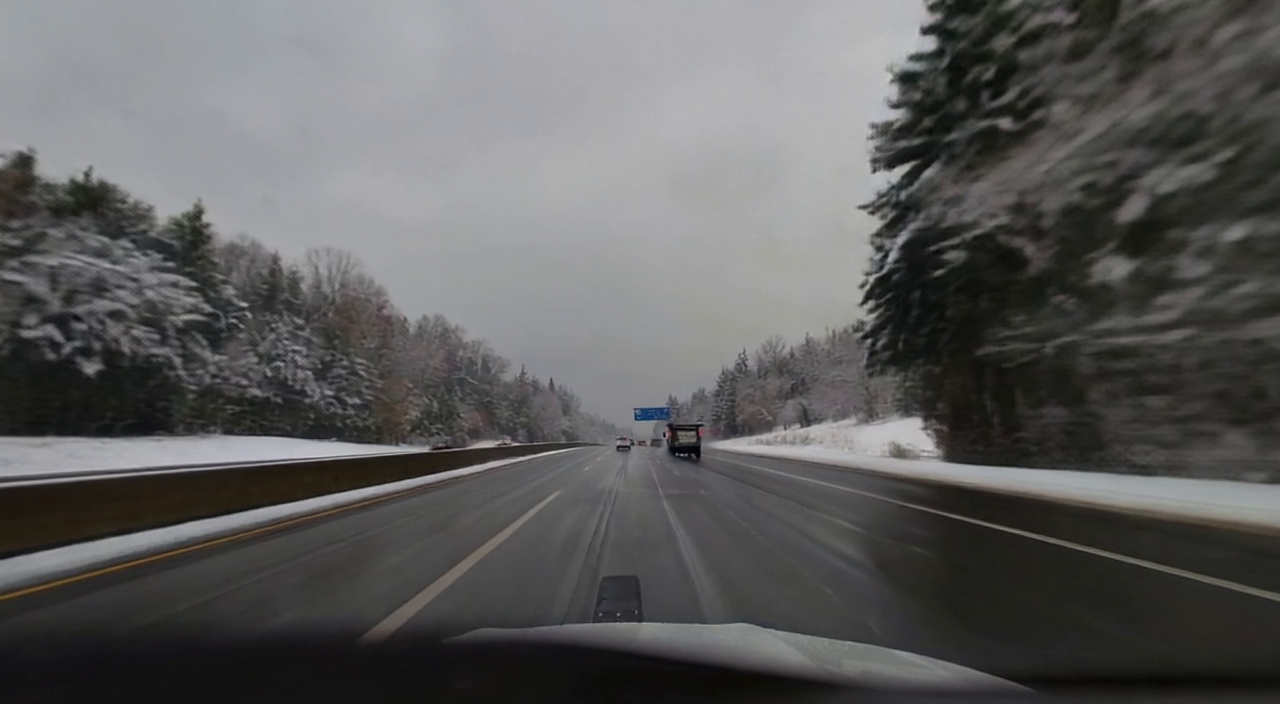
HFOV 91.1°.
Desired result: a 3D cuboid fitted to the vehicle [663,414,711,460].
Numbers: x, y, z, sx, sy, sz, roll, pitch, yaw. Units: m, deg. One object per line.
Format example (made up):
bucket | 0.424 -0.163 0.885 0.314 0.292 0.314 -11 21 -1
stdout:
vehicle | 2.761 5.260 38.804 2.411 2.614 5.781 0 -8 -1
